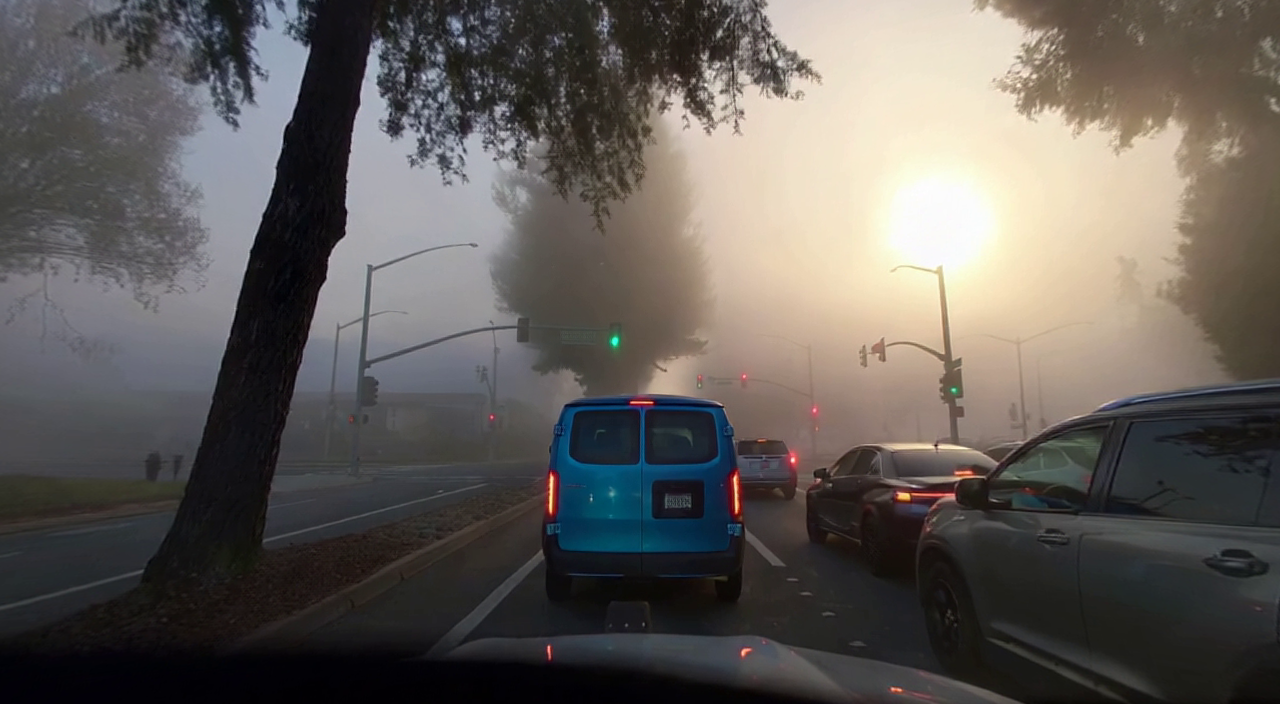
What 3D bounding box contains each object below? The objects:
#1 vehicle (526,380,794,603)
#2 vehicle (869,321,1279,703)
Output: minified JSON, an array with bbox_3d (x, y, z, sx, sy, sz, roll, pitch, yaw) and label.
[{"bbox_3d":[0.175,1.463,7.434,2.185,1.822,4.391,0,-8,0],"label":"vehicle"},{"bbox_3d":[2.902,0.943,3.167,1.971,1.663,4.287,0,-8,1],"label":"vehicle"}]
